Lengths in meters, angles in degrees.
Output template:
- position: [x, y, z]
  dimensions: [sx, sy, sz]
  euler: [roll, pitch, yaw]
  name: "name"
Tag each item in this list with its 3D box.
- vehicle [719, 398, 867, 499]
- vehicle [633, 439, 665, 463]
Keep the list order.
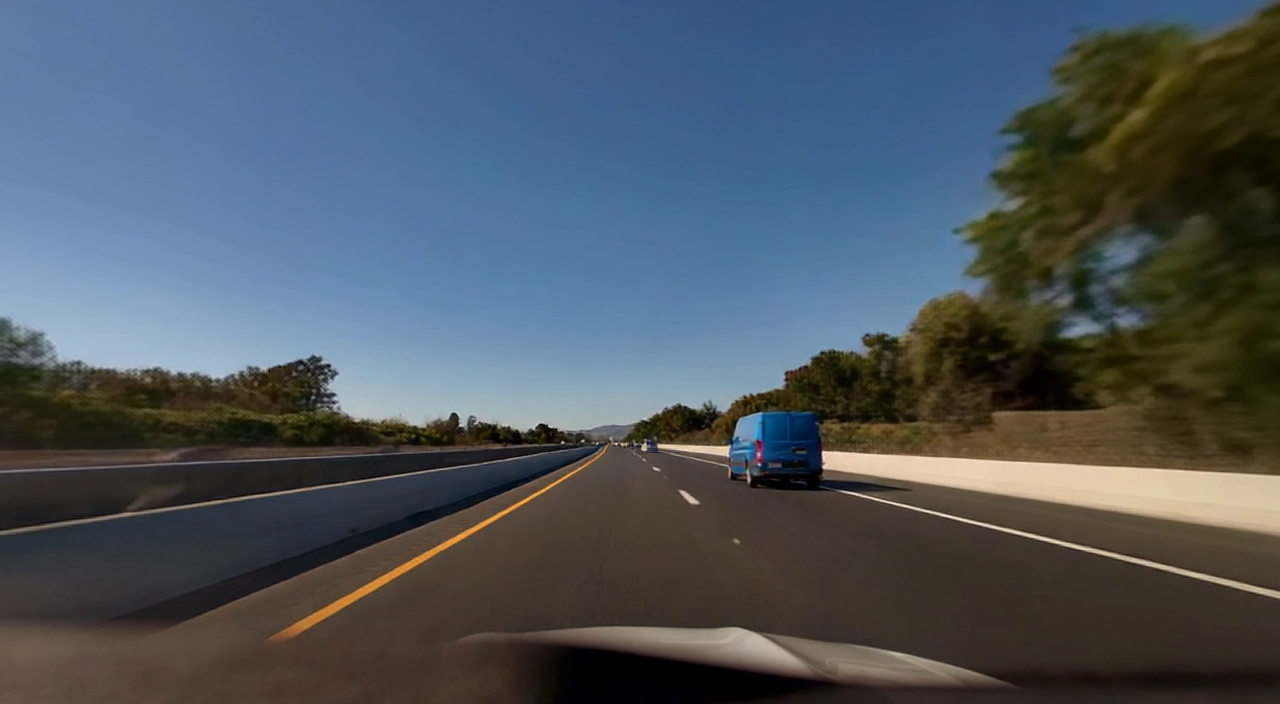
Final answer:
- position: [3.439, 2.315, 15.321]
  dimensions: [2.269, 2.048, 4.679]
  euler: [0, -8, -2]
  name: "vehicle"
- position: [0.545, 6.445, 41.111]
  dimensions: [2.005, 1.466, 3.739]
  euler: [0, -8, 0]
  name: "vehicle"
